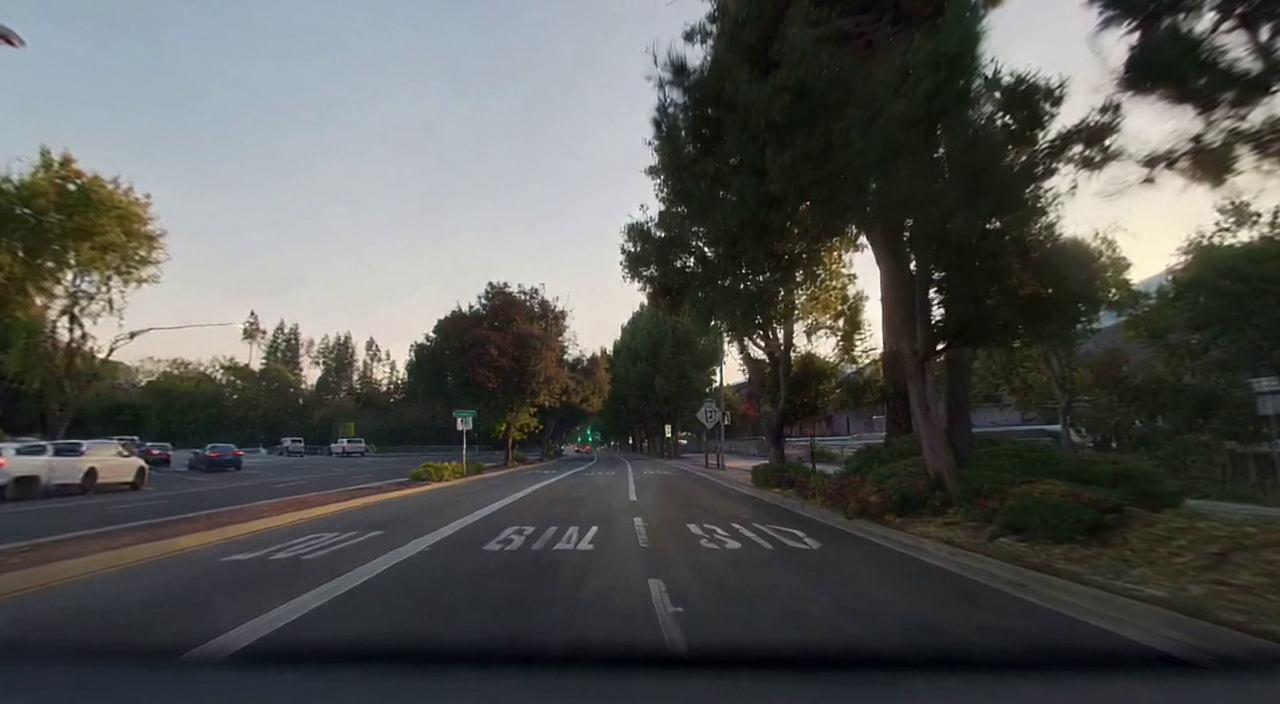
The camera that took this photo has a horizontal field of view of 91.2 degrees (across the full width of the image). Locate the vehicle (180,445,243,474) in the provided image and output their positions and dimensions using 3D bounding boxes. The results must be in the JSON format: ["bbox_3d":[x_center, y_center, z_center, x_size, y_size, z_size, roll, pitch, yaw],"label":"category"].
[{"bbox_3d":[-23.576,5.885,34.429,3.857,1.479,1.711,-7,-11,38],"label":"vehicle"}]

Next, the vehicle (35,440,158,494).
[{"bbox_3d":[-16.227,3.381,18.679,3.673,1.454,1.687,-6,-10,32],"label":"vehicle"}]
